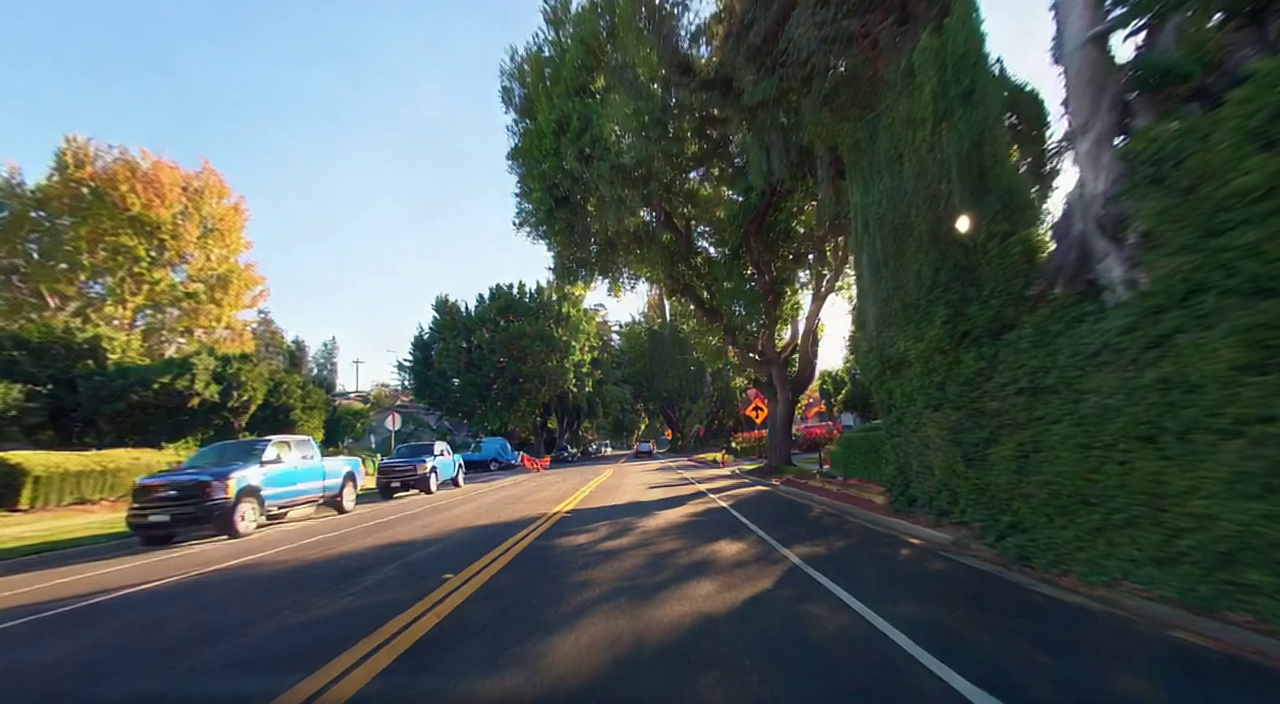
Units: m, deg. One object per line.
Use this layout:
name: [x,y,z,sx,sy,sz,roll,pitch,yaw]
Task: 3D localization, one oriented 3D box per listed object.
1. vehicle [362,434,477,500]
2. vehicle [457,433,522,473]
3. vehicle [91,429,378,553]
vehicle: [-8.207,4.256,24.203,2.375,2.016,5.936,-4,-7,-1]
vehicle: [-10.422,6.964,43.701,4.120,2.628,2.064,3,-9,-19]
vehicle: [-8.200,2.739,13.738,2.375,1.923,5.790,-4,-7,1]
